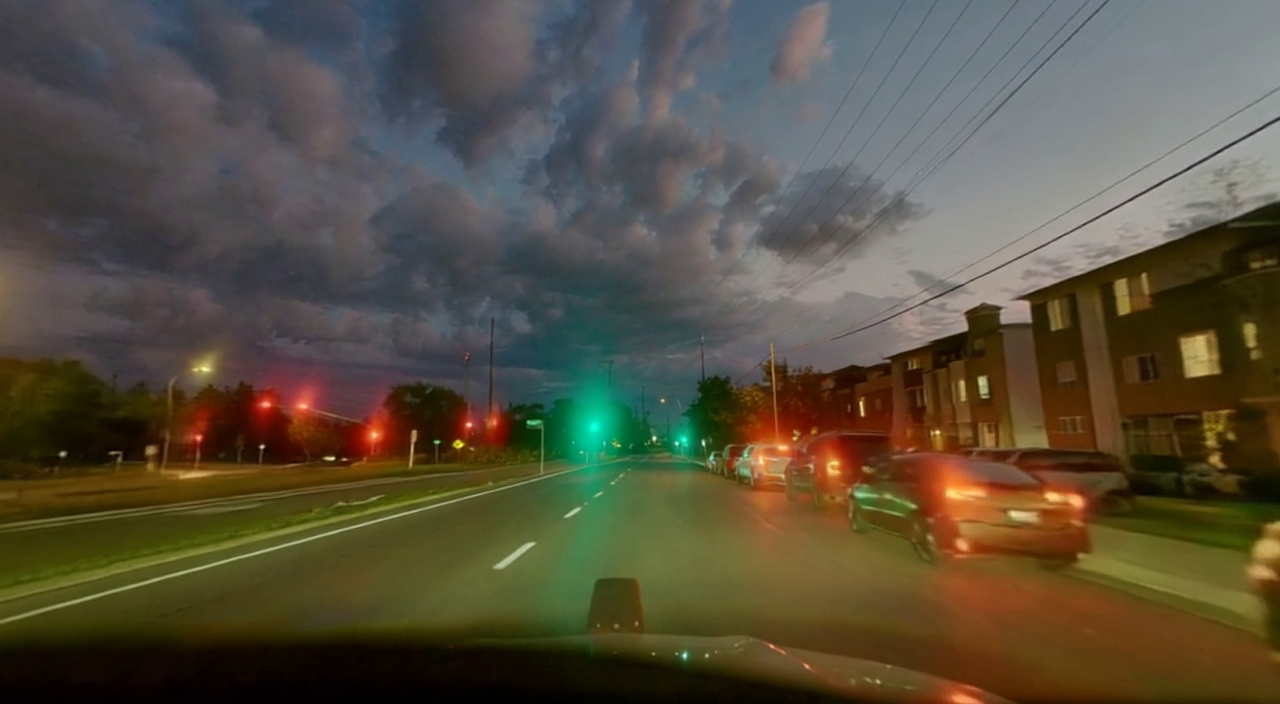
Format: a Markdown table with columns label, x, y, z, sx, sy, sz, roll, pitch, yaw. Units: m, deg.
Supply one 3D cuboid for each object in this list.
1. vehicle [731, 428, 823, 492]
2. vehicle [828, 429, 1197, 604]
| label | x | y | z | sx | sy | sz | roll | pitch | yaw |
| --- | --- | --- | --- | --- | --- | --- | --- | --- | --- |
| vehicle | 4.566 | 3.687 | 21.915 | 2.056 | 1.941 | 4.955 | 0 | -8 | 0 |
| vehicle | 4.008 | 1.806 | 8.065 | 1.925 | 1.505 | 4.895 | 0 | -8 | 3 |
